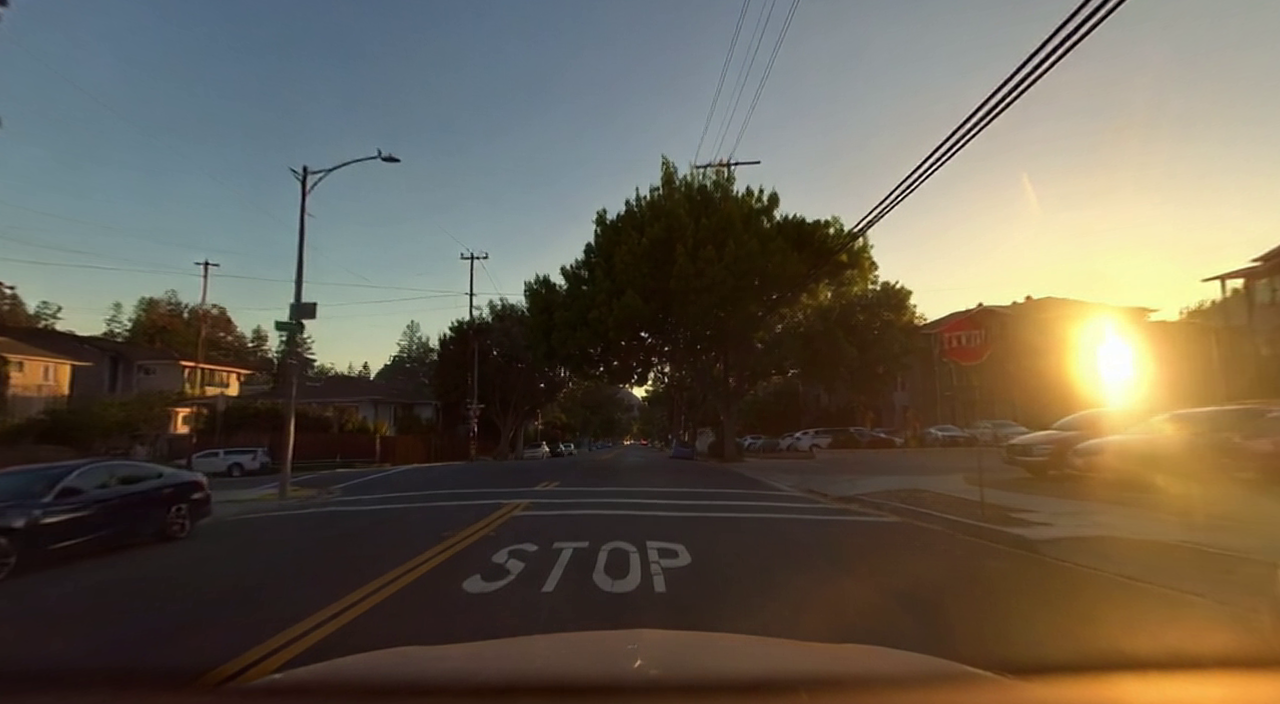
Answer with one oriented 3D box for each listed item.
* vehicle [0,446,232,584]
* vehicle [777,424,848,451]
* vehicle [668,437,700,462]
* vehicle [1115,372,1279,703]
[{"bbox_3d":[-8.151,2.107,8.739,2.018,1.493,4.693,-2,-8,-2],"label":"vehicle"},{"bbox_3d":[11.321,5.620,41.418,4.509,1.664,1.981,6,-10,-34],"label":"vehicle"},{"bbox_3d":[3.282,7.412,48.030,1.993,1.755,4.256,0,-8,-2],"label":"vehicle"},{"bbox_3d":[3.718,0.720,1.448,1.976,1.614,4.052,0,-8,-2],"label":"vehicle"}]
